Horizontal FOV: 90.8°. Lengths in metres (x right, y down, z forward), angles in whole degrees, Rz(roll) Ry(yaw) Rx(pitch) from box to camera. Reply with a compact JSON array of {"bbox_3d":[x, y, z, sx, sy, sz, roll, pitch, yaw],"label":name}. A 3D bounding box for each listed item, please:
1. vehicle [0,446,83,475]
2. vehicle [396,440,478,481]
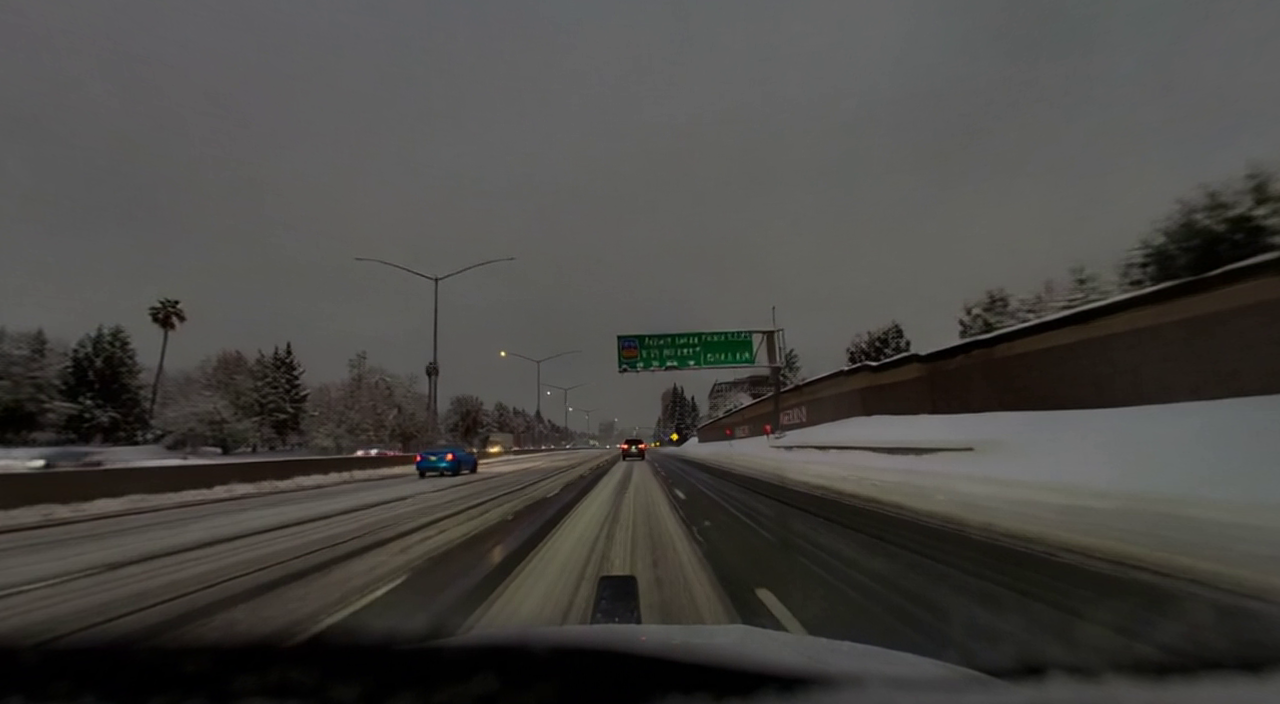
[{"bbox_3d":[-33.535,5.919,34.654,1.860,1.494,4.521,0,-9,0],"label":"vehicle"},{"bbox_3d":[-8.407,4.535,26.598,1.971,1.552,4.465,0,-9,0],"label":"vehicle"}]
